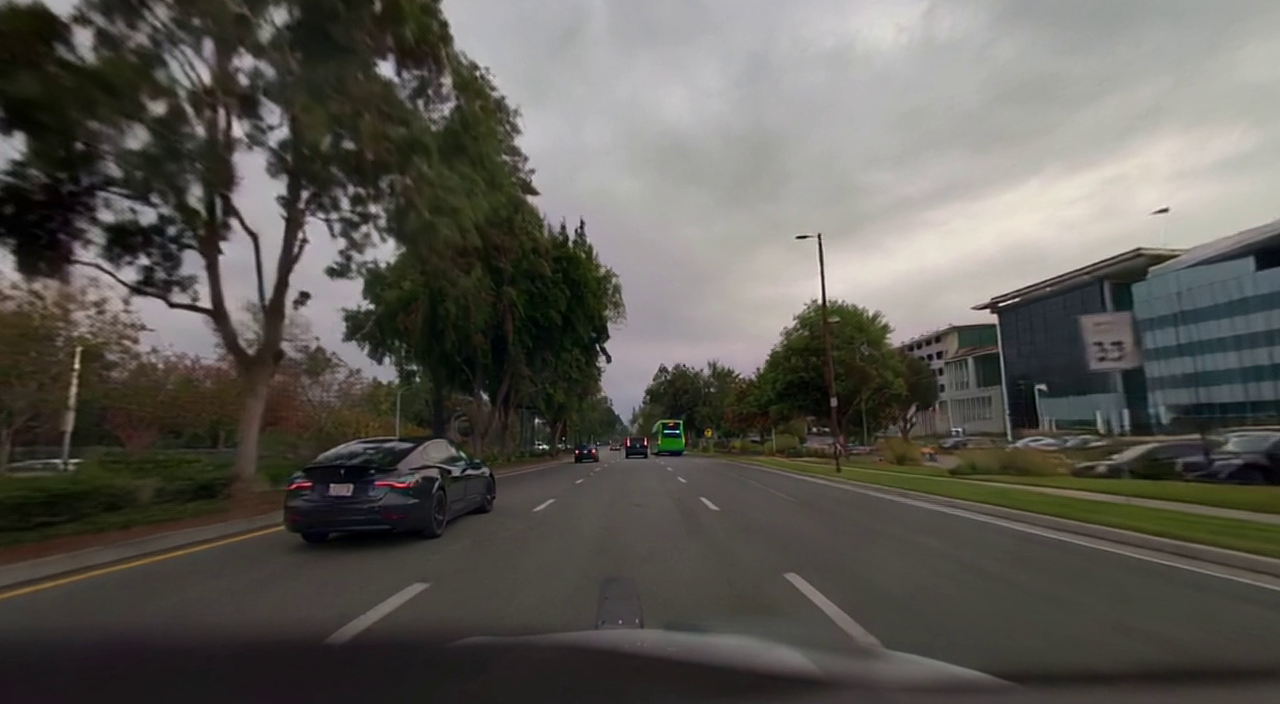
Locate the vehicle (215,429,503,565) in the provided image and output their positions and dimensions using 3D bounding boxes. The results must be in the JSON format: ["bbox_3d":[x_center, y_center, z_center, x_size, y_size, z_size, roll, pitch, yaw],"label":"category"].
[{"bbox_3d":[-3.586,1.922,9.261,2.120,1.481,4.535,0,-8,0],"label":"vehicle"}]

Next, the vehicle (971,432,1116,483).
[{"bbox_3d":[16.990,4.463,26.801,4.520,1.834,2.167,-3,-9,0],"label":"vehicle"}]

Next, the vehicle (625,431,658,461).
[{"bbox_3d":[0.065,7.120,47.703,2.336,2.122,5.207,0,-8,-1],"label":"vehicle"}]

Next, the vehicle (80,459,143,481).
[{"bbox_3d":[-39.525,8.824,47.343,1.633,1.433,3.617,0,-8,-1],"label":"vehicle"}]

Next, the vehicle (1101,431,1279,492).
[{"bbox_3d":[16.513,3.148,18.357,4.579,1.623,2.031,0,-8,-1],"label":"vehicle"}]

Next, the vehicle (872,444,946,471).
[{"bbox_3d":[15.798,6.216,37.257,3.495,1.485,1.806,0,-8,-2],"label":"vehicle"}]

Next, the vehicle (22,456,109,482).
[{"bbox_3d":[-42.341,8.605,46.701,2.037,1.779,4.609,-2,-10,0],"label":"vehicle"}]

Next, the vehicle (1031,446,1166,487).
[{"bbox_3d":[17.258,4.308,23.901,3.722,1.408,1.766,-1,-8,-1],"label":"vehicle"}]
